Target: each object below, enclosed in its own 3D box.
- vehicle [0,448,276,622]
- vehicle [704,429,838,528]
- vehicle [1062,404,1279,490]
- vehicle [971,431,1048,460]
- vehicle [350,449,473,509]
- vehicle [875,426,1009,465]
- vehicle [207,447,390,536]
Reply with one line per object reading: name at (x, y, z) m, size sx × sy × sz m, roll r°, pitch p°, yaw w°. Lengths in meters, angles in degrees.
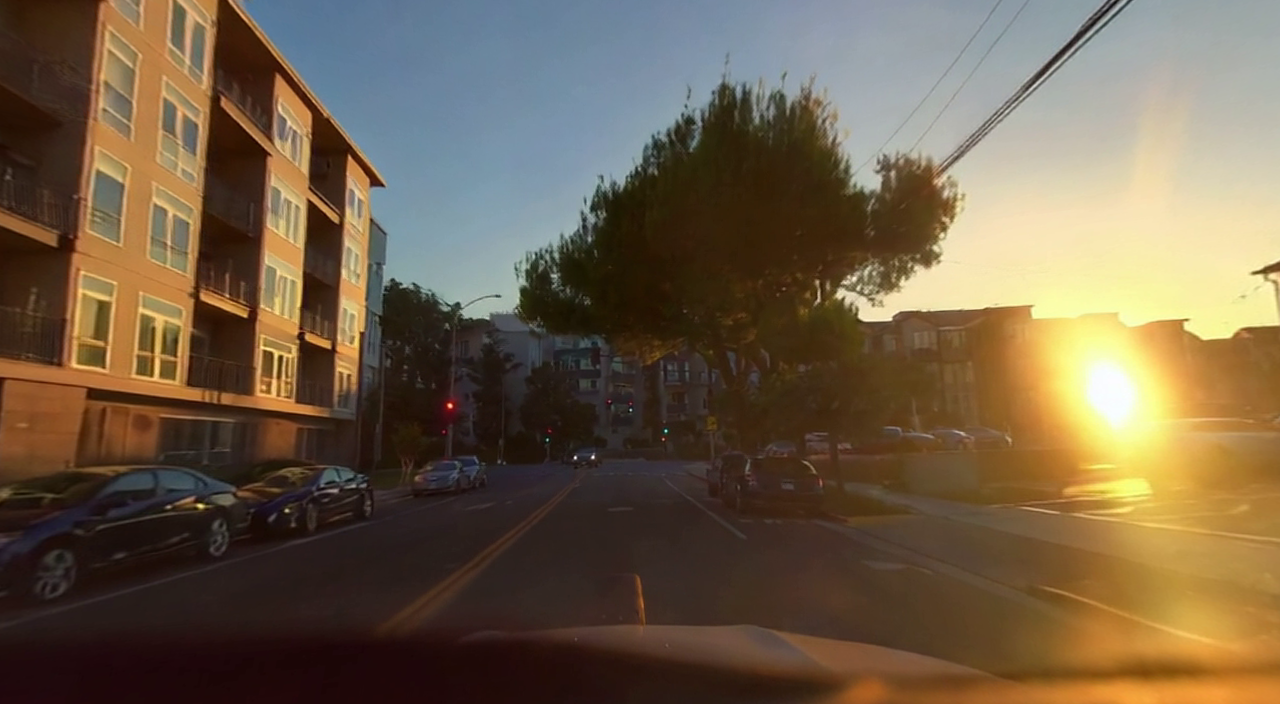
vehicle at (-6.482, 1.905, 7.563) m, size 1.789 × 1.462 × 4.313 m, roll 0°, pitch -9°, yaw -2°
vehicle at (2.866, 2.818, 15.079) m, size 2.034 × 1.689 × 4.978 m, roll 0°, pitch -4°, yaw -1°
vehicle at (12.580, 2.149, 14.328) m, size 4.591 × 1.785 × 1.921 m, roll 0°, pitch -8°, yaw -1°
vehicle at (22.738, 5.766, 38.962) m, size 3.673 × 1.554 × 1.760 m, roll 3°, pitch -8°, yaw 1°
vehicle at (-6.434, 3.599, 18.444) m, size 1.934 × 1.484 × 4.630 m, roll 0°, pitch -9°, yaw -1°
vehicle at (11.872, 3.701, 25.032) m, size 4.348 × 1.439 × 1.907 m, roll 0°, pitch -8°, yaw -6°
vehicle at (-6.713, 2.721, 12.937) m, size 1.713 × 1.531 × 3.685 m, roll 0°, pitch -8°, yaw -1°
